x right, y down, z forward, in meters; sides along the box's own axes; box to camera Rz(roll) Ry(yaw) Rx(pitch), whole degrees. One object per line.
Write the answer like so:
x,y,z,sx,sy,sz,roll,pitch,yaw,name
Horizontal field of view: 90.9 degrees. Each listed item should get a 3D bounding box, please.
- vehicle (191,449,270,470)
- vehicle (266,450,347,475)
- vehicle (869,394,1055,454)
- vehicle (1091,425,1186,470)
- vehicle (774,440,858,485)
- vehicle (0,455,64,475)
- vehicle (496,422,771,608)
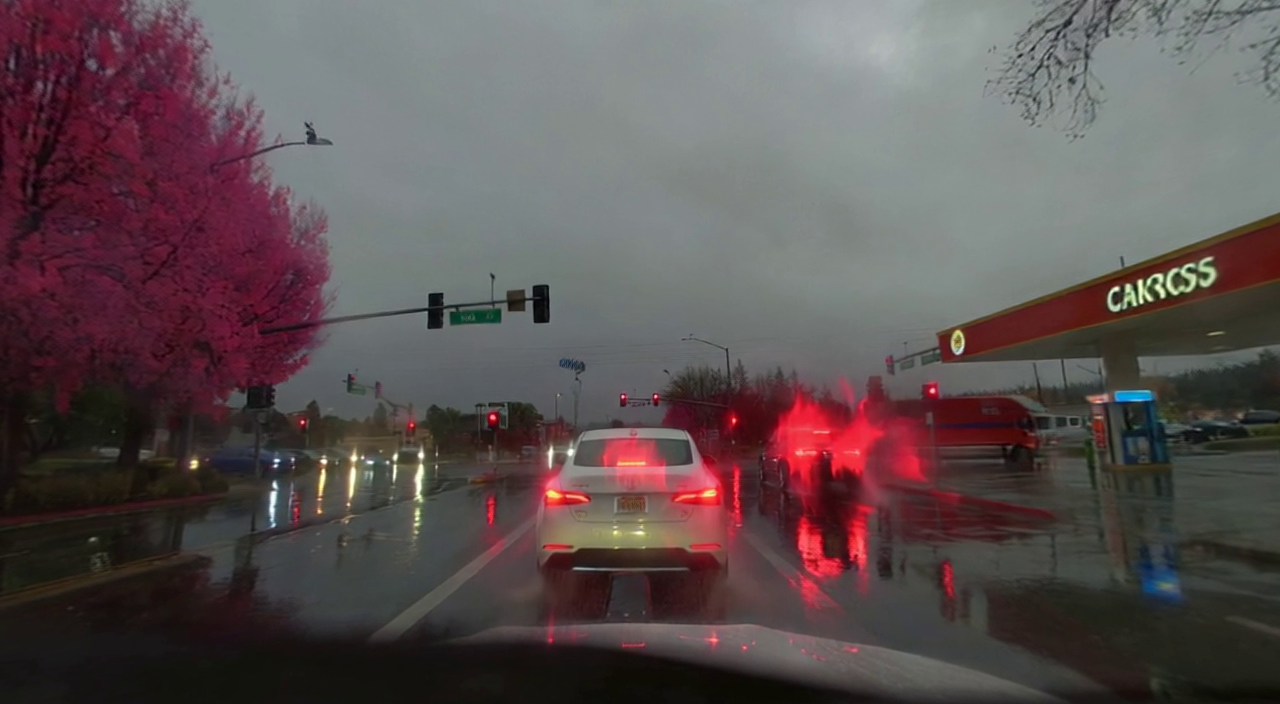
-29.469,7.749,45.398,4.466,1.438,1.837,-1,-8,5,vehicle
-20.931,6.880,39.500,4.609,1.465,1.944,-4,-9,23,vehicle
22.064,5.120,43.990,10.890,3.868,3.021,-2,-9,13,vehicle
18.564,3.525,23.382,4.300,1.495,2.053,8,-12,-43,vehicle
6.513,4.129,23.885,1.942,1.511,4.390,0,-8,1,vehicle
-45.880,8.361,46.870,4.511,1.407,1.764,-1,-8,4,vehicle
-0.069,1.614,7.179,2.213,1.482,4.057,0,-8,-1,vehicle
